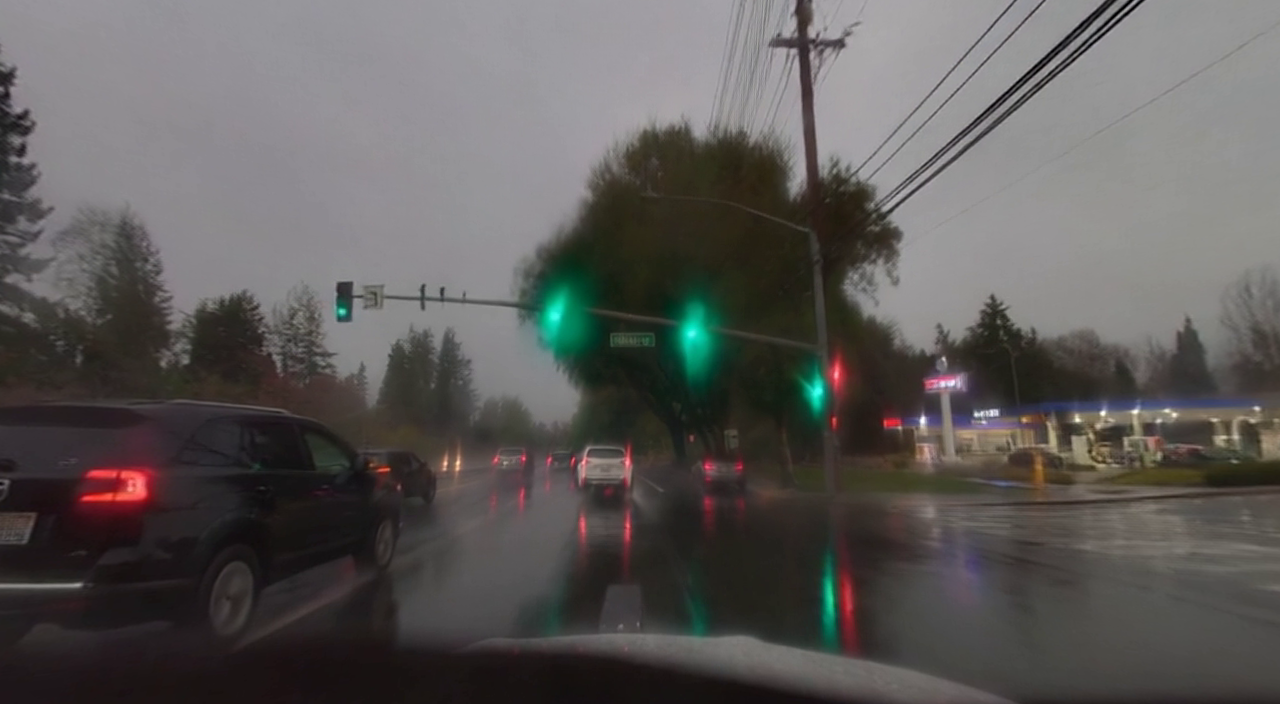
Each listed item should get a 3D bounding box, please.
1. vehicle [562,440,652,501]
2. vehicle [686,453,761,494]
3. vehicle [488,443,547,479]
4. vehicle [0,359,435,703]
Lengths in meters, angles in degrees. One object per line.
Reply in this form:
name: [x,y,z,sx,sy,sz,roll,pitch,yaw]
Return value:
vehicle: [-0.809,3.191,17.412,2.189,1.437,4.135,0,-9,0]
vehicle: [2.930,4.375,23.127,2.065,1.302,4.416,0,-9,-1]
vehicle: [-7.027,6.336,36.929,2.385,1.918,5.056,0,-9,0]
vehicle: [-3.422,1.191,5.261,1.922,1.642,4.547,0,-9,-1]
